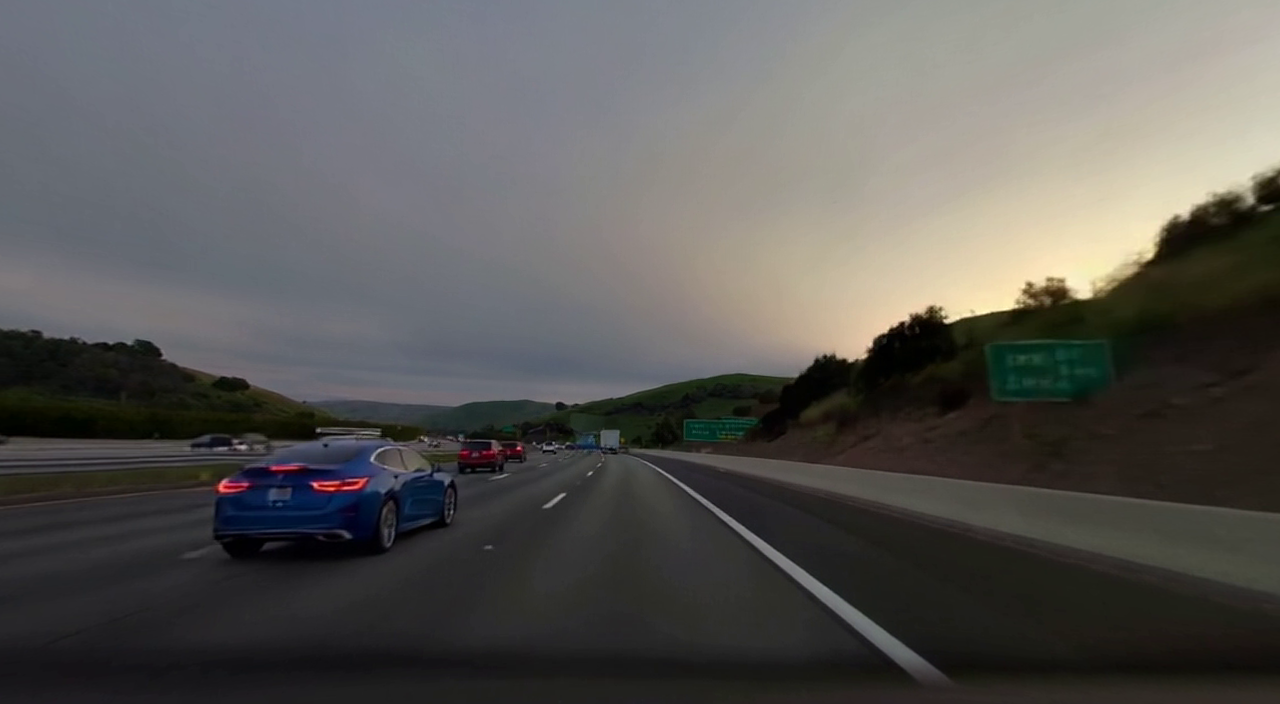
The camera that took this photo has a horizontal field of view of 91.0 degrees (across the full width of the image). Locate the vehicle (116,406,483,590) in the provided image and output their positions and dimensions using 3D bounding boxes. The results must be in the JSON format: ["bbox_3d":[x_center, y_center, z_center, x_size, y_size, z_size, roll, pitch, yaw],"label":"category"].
[{"bbox_3d":[-3.761,1.716,8.267,2.180,1.685,4.668,1,-9,0],"label":"vehicle"}]
